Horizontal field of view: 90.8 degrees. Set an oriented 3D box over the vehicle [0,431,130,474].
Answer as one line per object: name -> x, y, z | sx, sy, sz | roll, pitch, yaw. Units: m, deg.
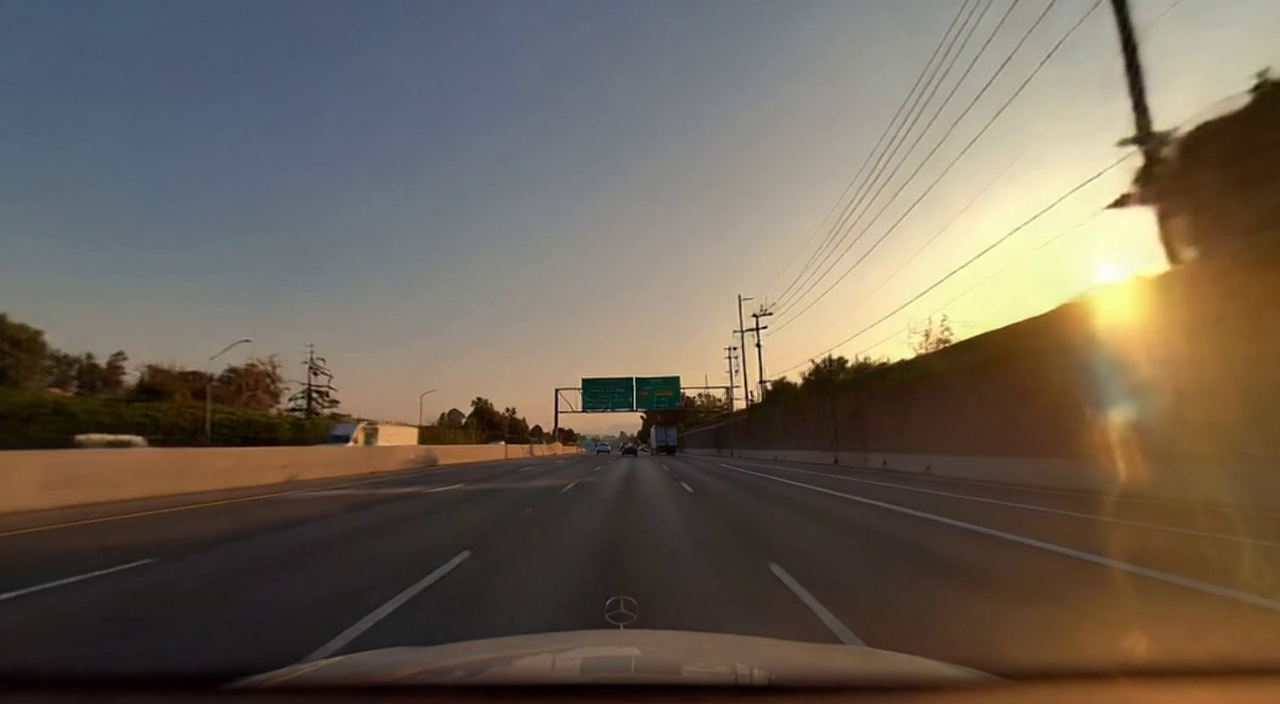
vehicle -> -21.223, 3.689, 23.372 | 1.713, 1.403, 3.550 | -2, -8, 0
